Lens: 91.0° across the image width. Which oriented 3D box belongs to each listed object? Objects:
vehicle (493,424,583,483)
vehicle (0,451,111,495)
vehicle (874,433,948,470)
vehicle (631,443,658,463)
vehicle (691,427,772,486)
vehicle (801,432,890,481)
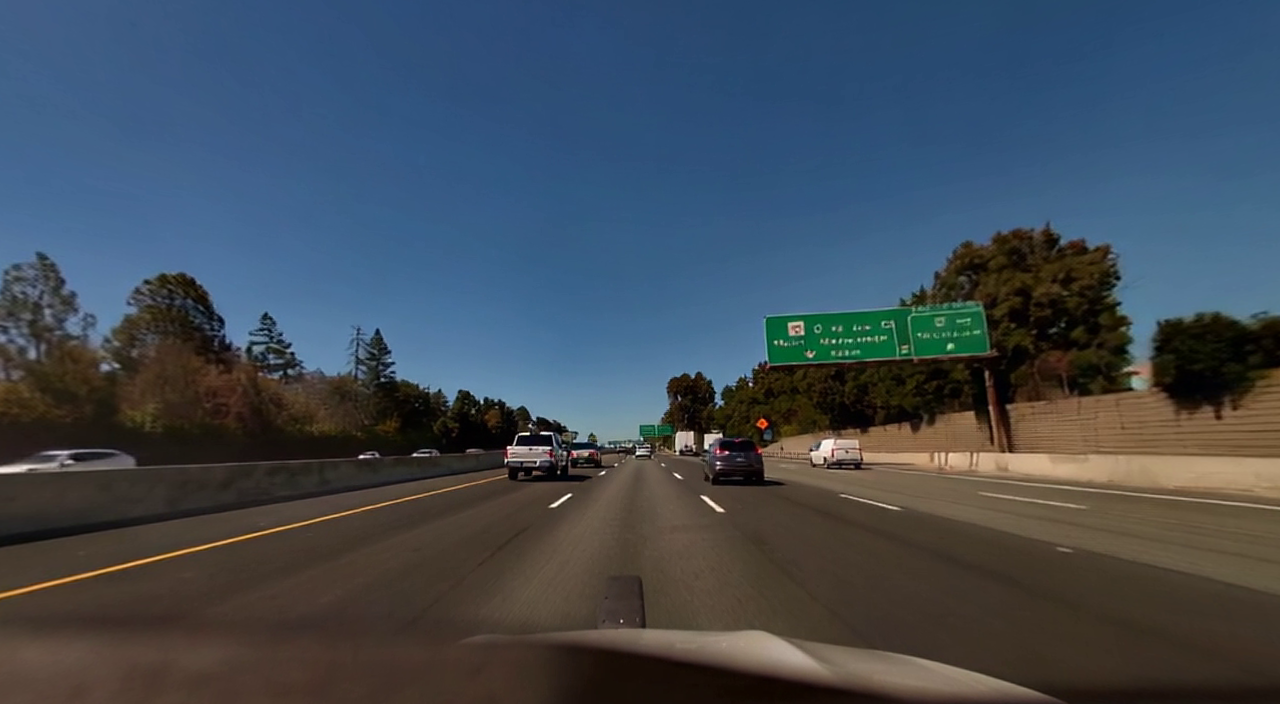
[{"bbox_3d":[-3.365,3.501,21.830,2.199,1.777,4.790,0,-9,1],"label":"vehicle"},{"bbox_3d":[-24.109,4.727,24.998,1.968,1.518,4.676,0,-9,2],"label":"vehicle"},{"bbox_3d":[13.783,5.100,32.346,2.010,1.765,4.375,0,-9,3],"label":"vehicle"},{"bbox_3d":[0.347,8.016,49.938,2.047,1.493,3.890,1,-9,0],"label":"vehicle"},{"bbox_3d":[2.918,3.442,20.978,2.181,1.728,3.970,0,-9,1],"label":"vehicle"},{"bbox_3d":[7.727,3.962,24.101,2.022,1.682,4.226,0,-9,1],"label":"vehicle"}]
